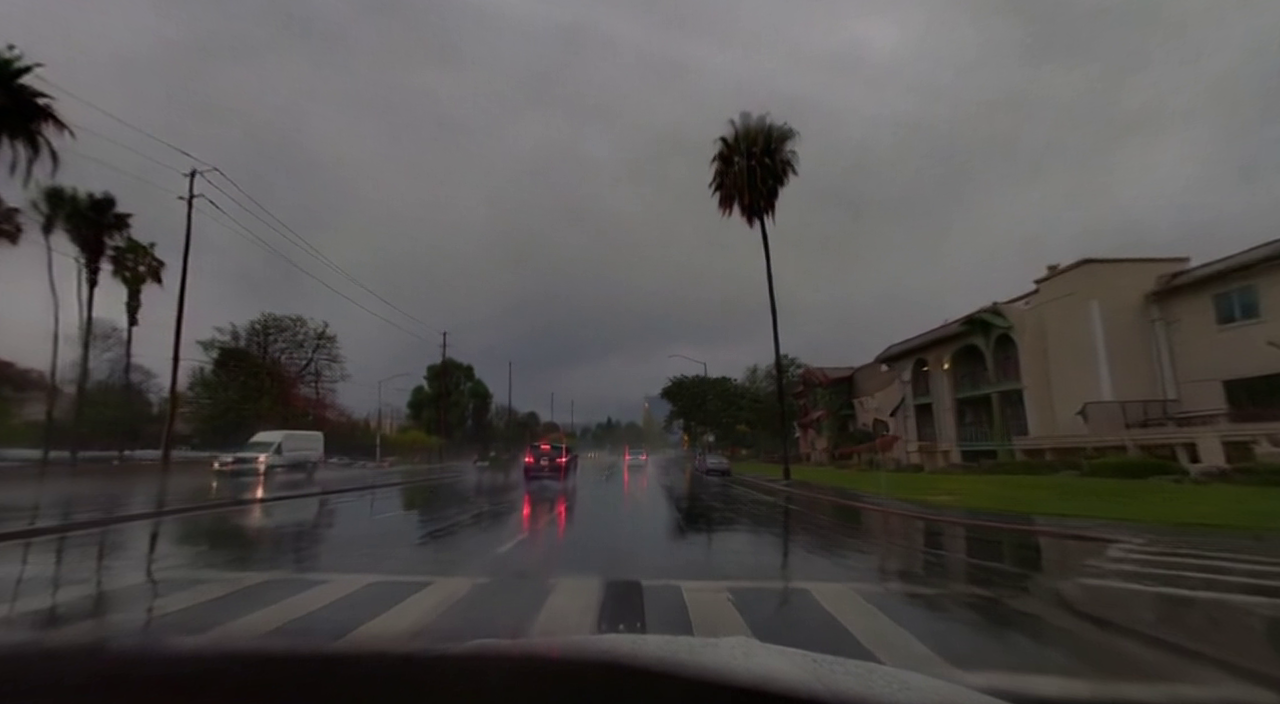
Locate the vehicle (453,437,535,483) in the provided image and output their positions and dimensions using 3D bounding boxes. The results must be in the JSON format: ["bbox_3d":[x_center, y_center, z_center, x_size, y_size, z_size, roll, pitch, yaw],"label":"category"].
[{"bbox_3d":[-7.055,5.307,31.381,2.457,2.010,6.330,0,-9,1],"label":"vehicle"}]

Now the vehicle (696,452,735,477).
[{"bbox_3d":[4.997,7.514,42.198,1.994,1.507,4.173,1,-9,-2],"label":"vehicle"}]

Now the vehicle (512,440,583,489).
[{"bbox_3d":[-3.707,4.593,25.999,2.116,1.806,4.516,0,-9,2],"label":"vehicle"}]

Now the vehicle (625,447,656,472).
[{"bbox_3d":[0.010,8.178,48.028,2.280,1.803,4.240,0,-9,0],"label":"vehicle"}]

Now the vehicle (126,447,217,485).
[{"bbox_3d":[-25.461,6.177,34.393,2.096,1.778,3.972,-3,-8,-3],"label":"vehicle"}]

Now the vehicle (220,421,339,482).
[{"bbox_3d":[-17.712,4.937,31.415,2.331,2.714,5.872,0,-9,1],"label":"vehicle"}]

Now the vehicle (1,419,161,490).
[{"bbox_3d":[-25.810,4.747,29.440,2.512,2.978,5.172,0,-9,1],"label":"vehicle"}]
